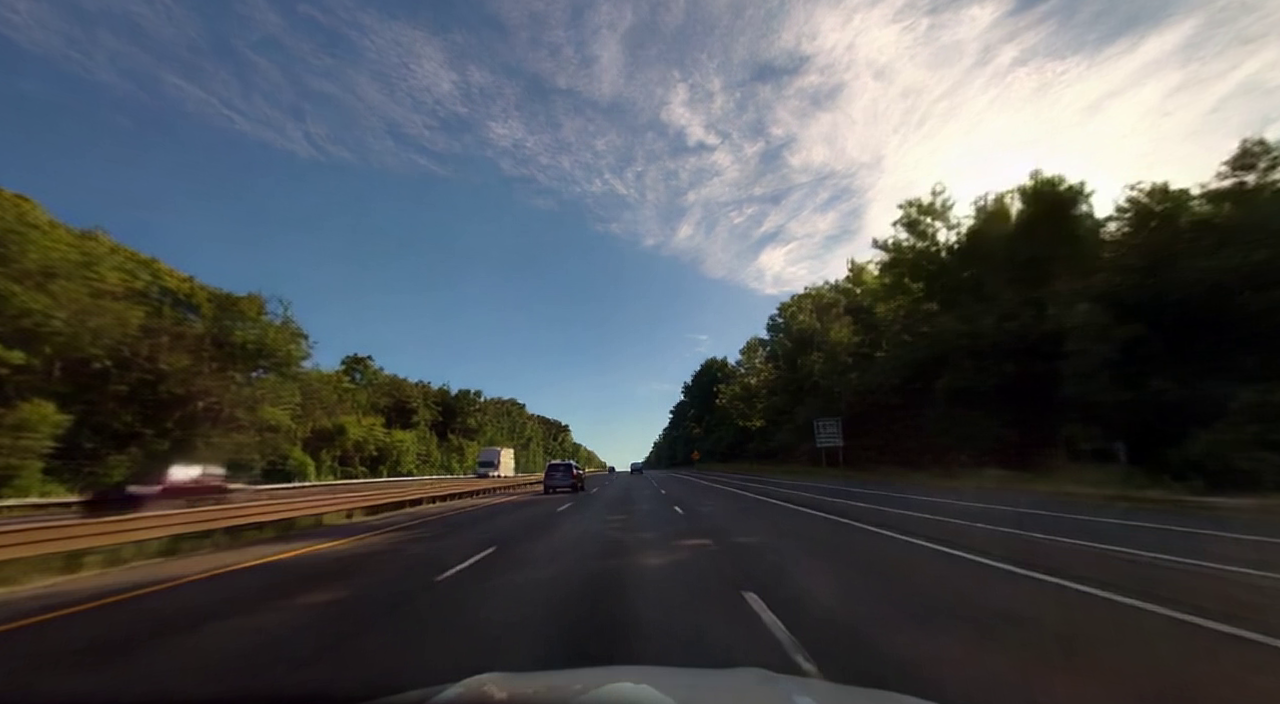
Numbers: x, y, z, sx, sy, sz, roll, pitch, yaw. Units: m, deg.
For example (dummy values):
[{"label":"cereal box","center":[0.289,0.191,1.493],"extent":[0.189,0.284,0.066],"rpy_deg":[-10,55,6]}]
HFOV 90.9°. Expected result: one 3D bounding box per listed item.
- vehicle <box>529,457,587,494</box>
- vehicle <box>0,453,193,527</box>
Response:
[{"label":"vehicle","center":[-3.769,5.798,29.738],"extent":[2.081,1.586,4.245],"rpy_deg":[0,-10,1]},{"label":"vehicle","center":[-13.418,3.283,15.394],"extent":[1.885,1.534,4.116],"rpy_deg":[0,-10,1]}]
